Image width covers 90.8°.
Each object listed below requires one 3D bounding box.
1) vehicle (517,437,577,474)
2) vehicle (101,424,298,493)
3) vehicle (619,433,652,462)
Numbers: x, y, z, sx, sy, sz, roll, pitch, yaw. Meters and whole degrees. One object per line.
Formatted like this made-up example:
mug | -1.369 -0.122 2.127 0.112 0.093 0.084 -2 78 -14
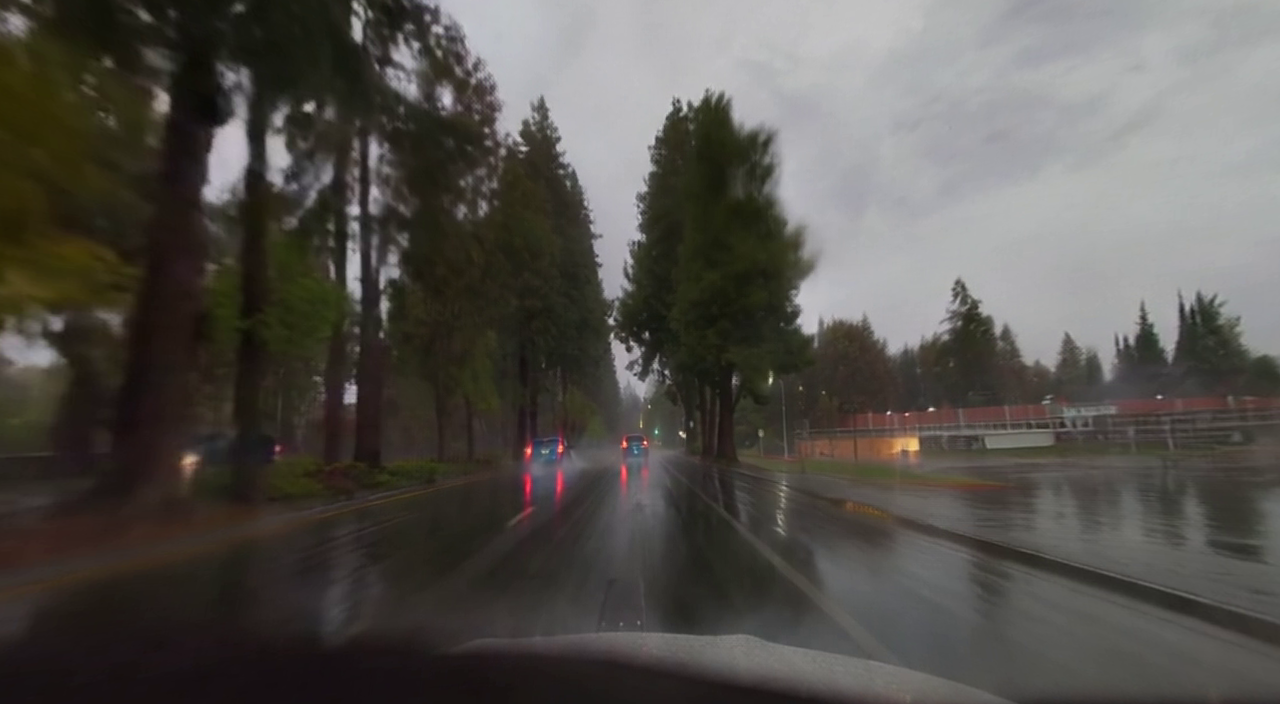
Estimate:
vehicle | -3.909 4.432 27.300 1.917 1.448 4.178 0 -8 1
vehicle | -16.507 4.037 24.481 2.687 2.262 6.995 0 -8 -1
vehicle | -0.295 6.149 40.919 2.018 1.769 3.897 0 -8 0
